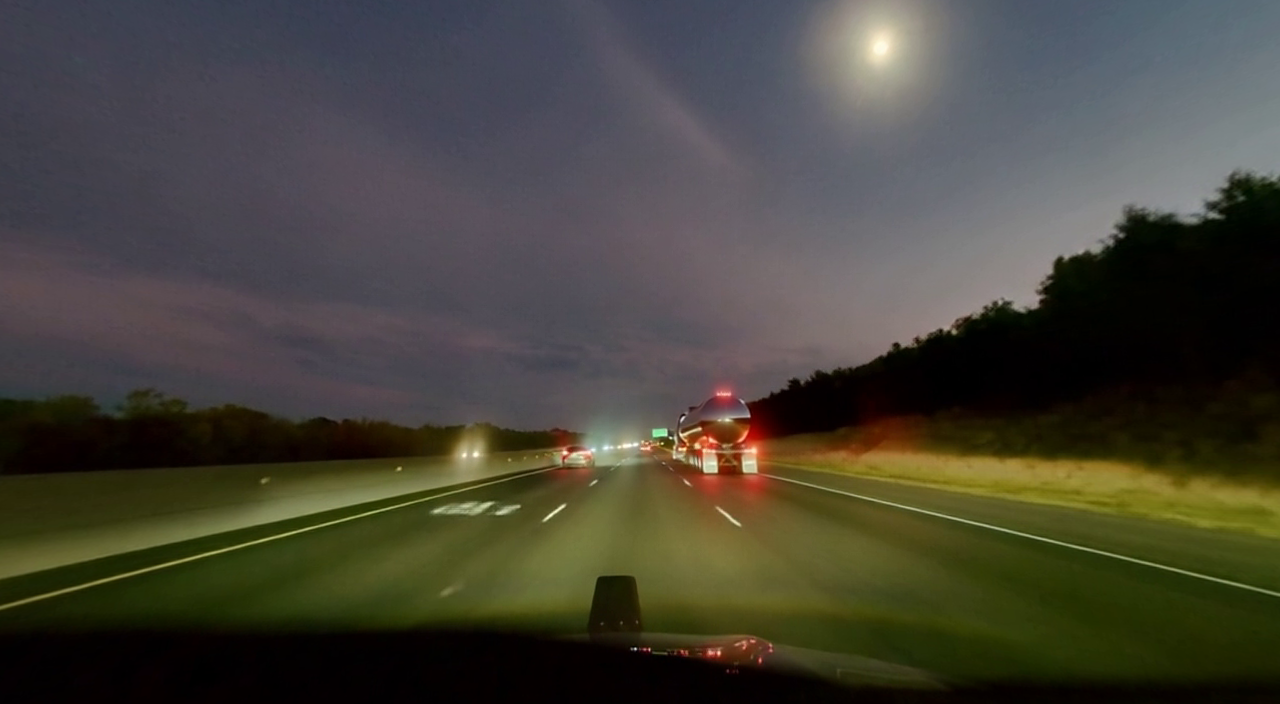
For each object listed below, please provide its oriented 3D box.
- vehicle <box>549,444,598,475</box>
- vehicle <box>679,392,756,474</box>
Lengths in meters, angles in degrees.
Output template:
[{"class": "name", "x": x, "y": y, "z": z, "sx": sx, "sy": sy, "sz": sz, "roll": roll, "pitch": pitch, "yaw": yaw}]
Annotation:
[{"class": "vehicle", "x": -3.347, "y": 5.483, "z": 32.533, "sx": 1.986, "sy": 1.458, "sz": 4.506, "roll": 0, "pitch": -9, "yaw": 1}, {"class": "vehicle", "x": 3.874, "y": 4.469, "z": 33.958, "sx": 2.759, "sy": 3.734, "sz": 9.708, "roll": 0, "pitch": -9, "yaw": -1}]
